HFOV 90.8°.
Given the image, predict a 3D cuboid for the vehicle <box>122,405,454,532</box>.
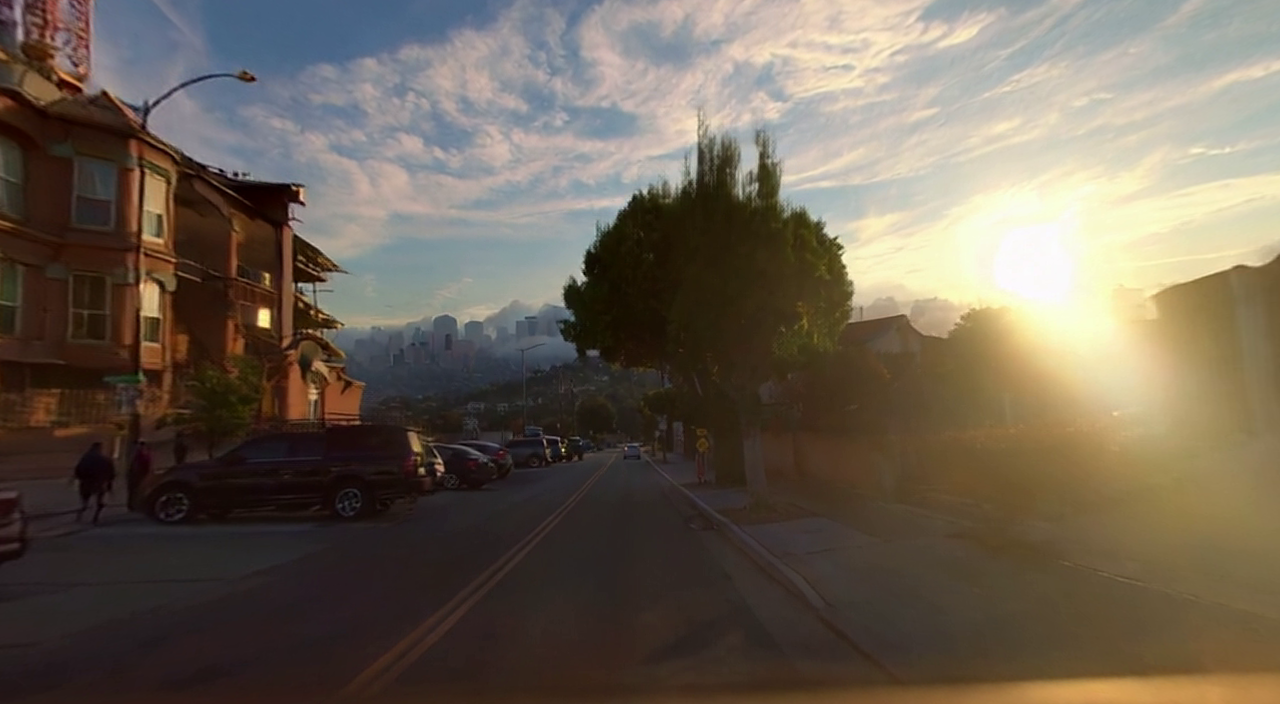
[{"bbox_3d":[-7.216,2.451,13.649,5.592,2.439,2.515,0,-9,-1],"label":"vehicle"}]
